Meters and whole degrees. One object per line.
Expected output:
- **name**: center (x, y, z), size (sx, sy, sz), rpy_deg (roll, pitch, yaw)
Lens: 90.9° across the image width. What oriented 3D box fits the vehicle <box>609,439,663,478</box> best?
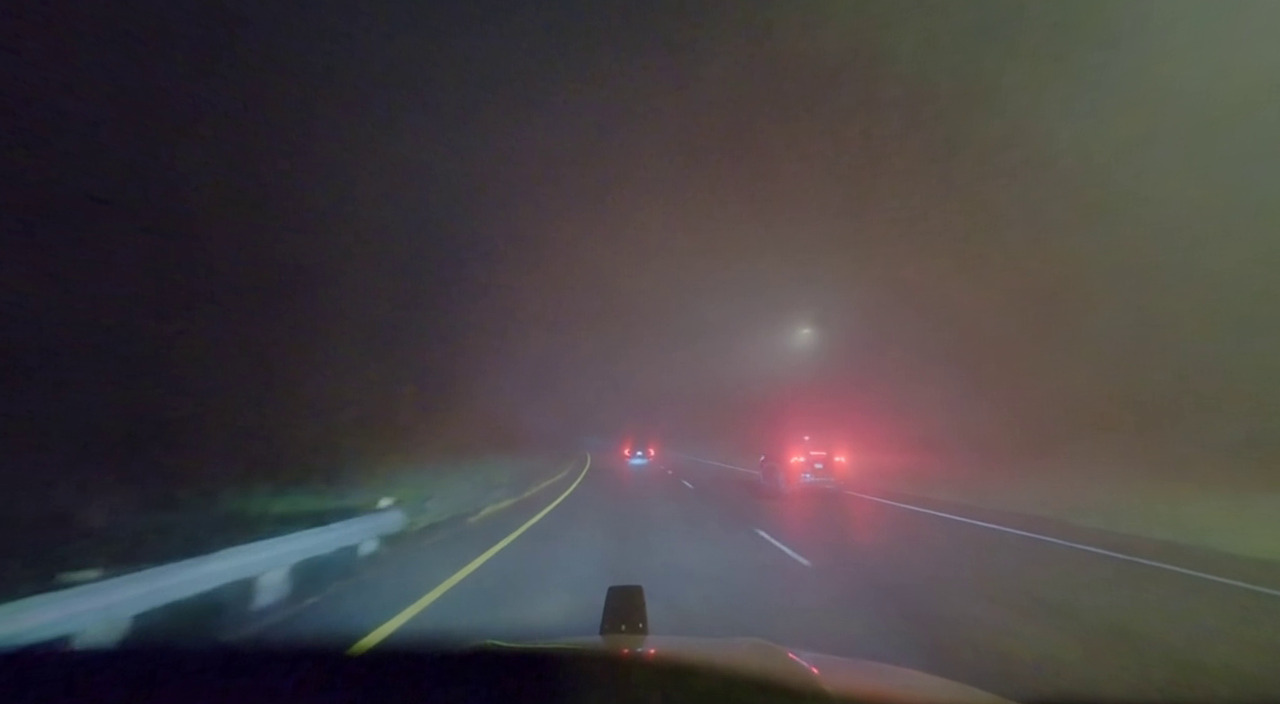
- **vehicle**: center (-0.273, 4.393, 26.278), size (2.029, 1.474, 4.183), rpy_deg (0, -8, -3)
